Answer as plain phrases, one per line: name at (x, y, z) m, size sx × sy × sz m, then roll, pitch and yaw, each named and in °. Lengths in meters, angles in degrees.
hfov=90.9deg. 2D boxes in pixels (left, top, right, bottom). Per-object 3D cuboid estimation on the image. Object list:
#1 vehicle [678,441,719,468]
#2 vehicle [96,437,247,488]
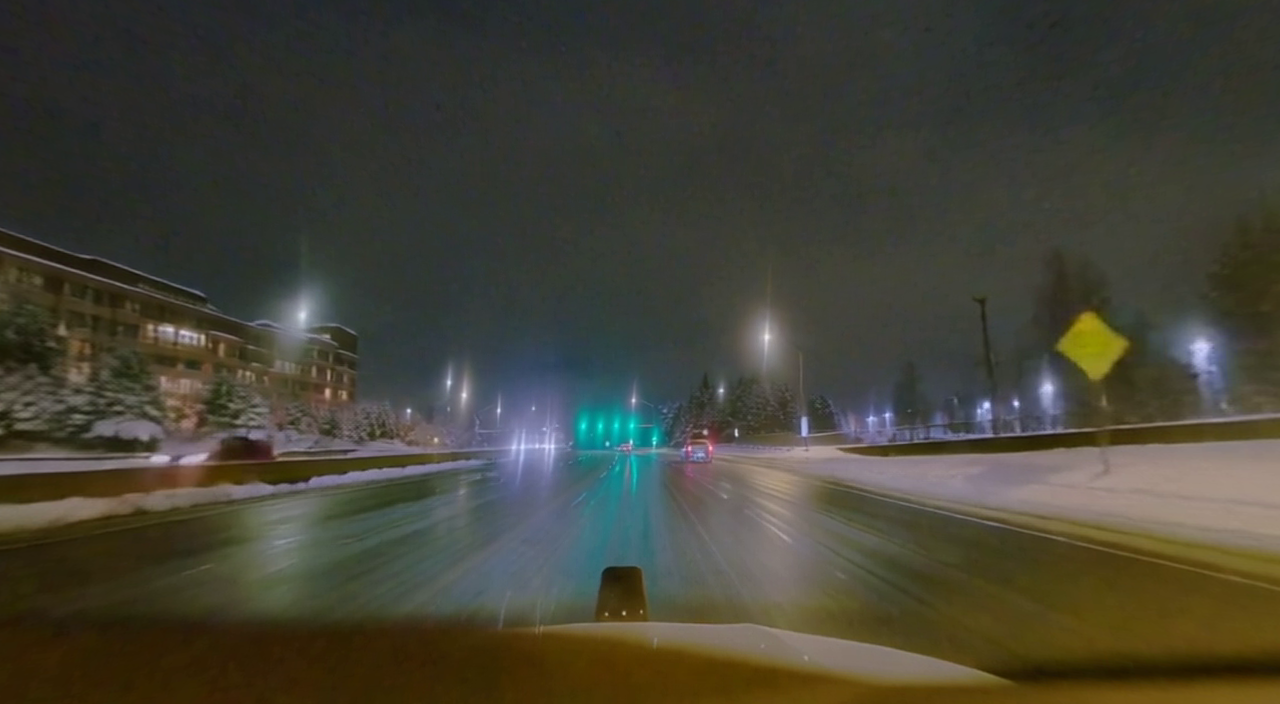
vehicle at (3.484, 6.189, 38.242) m, size 1.926 × 1.477 × 4.025 m, roll 0°, pitch -9°, yaw -2°
vehicle at (-16.576, 3.909, 22.685) m, size 1.986 × 1.618 × 4.467 m, roll 0°, pitch -9°, yaw 0°
